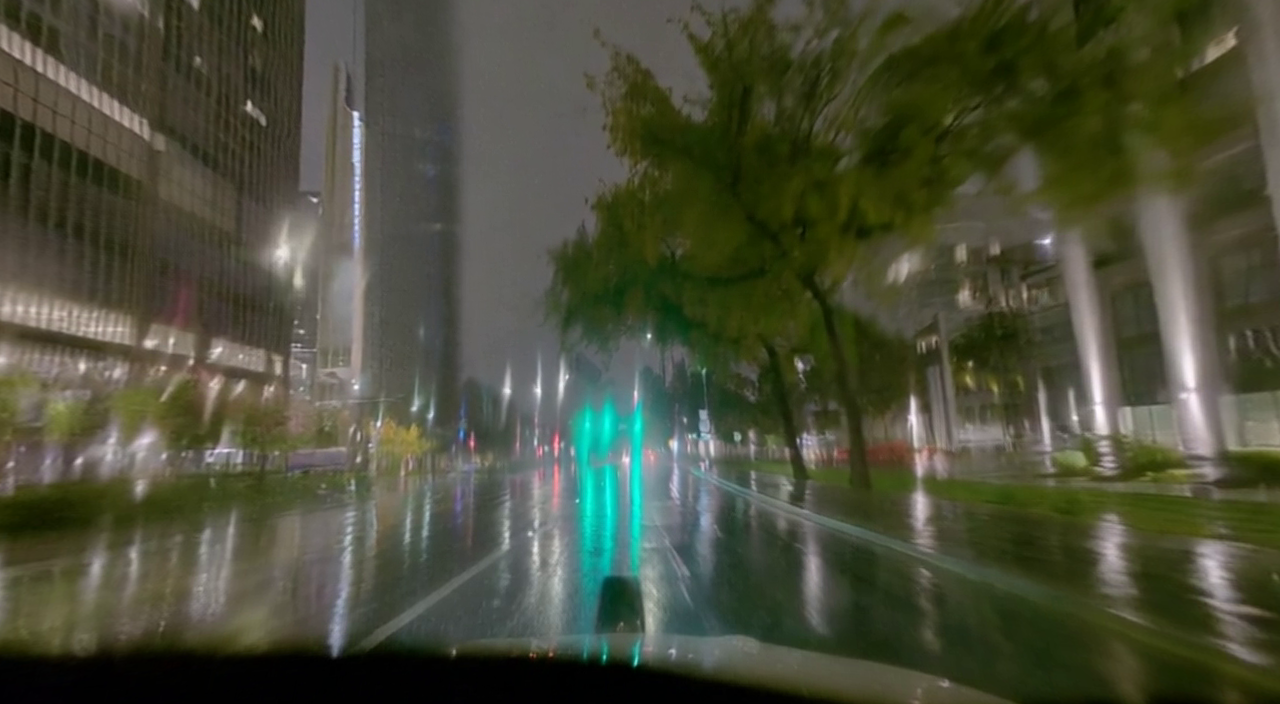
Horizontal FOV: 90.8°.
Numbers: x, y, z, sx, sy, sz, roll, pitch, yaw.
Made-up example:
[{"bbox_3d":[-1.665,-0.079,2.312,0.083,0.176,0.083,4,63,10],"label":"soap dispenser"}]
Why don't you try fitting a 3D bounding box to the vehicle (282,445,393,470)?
[{"bbox_3d":[-18.488,6.482,38.723,5.962,1.458,1.711,0,-10,3],"label":"vehicle"}]
